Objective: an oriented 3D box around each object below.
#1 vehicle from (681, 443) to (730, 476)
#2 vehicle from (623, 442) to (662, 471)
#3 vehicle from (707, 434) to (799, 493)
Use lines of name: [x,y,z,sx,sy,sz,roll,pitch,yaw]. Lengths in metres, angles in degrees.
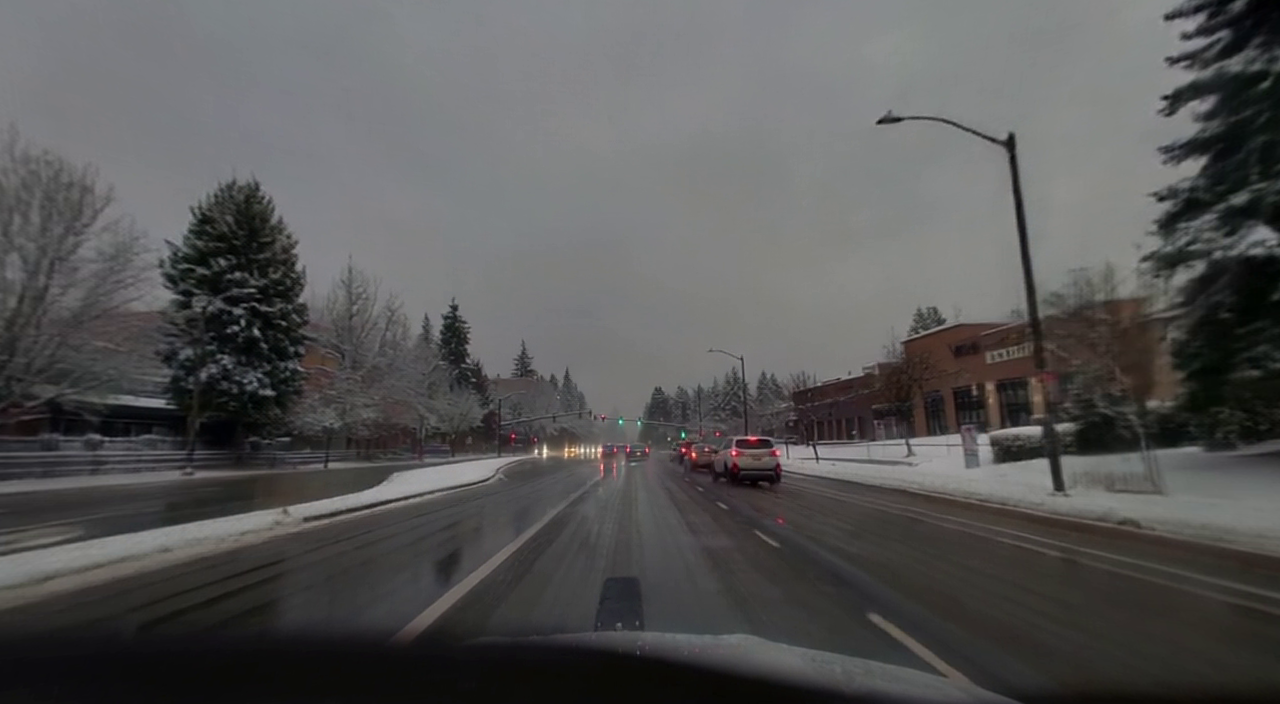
vehicle: [3.076,5.154,30.583,1.864,1.484,4.662,0,-8,0]
vehicle: [0.123,5.775,35.131,2.023,1.532,3.891,0,-8,-1]
vehicle: [3.453,3.482,20.096,2.085,1.668,4.077,0,-8,-1]
